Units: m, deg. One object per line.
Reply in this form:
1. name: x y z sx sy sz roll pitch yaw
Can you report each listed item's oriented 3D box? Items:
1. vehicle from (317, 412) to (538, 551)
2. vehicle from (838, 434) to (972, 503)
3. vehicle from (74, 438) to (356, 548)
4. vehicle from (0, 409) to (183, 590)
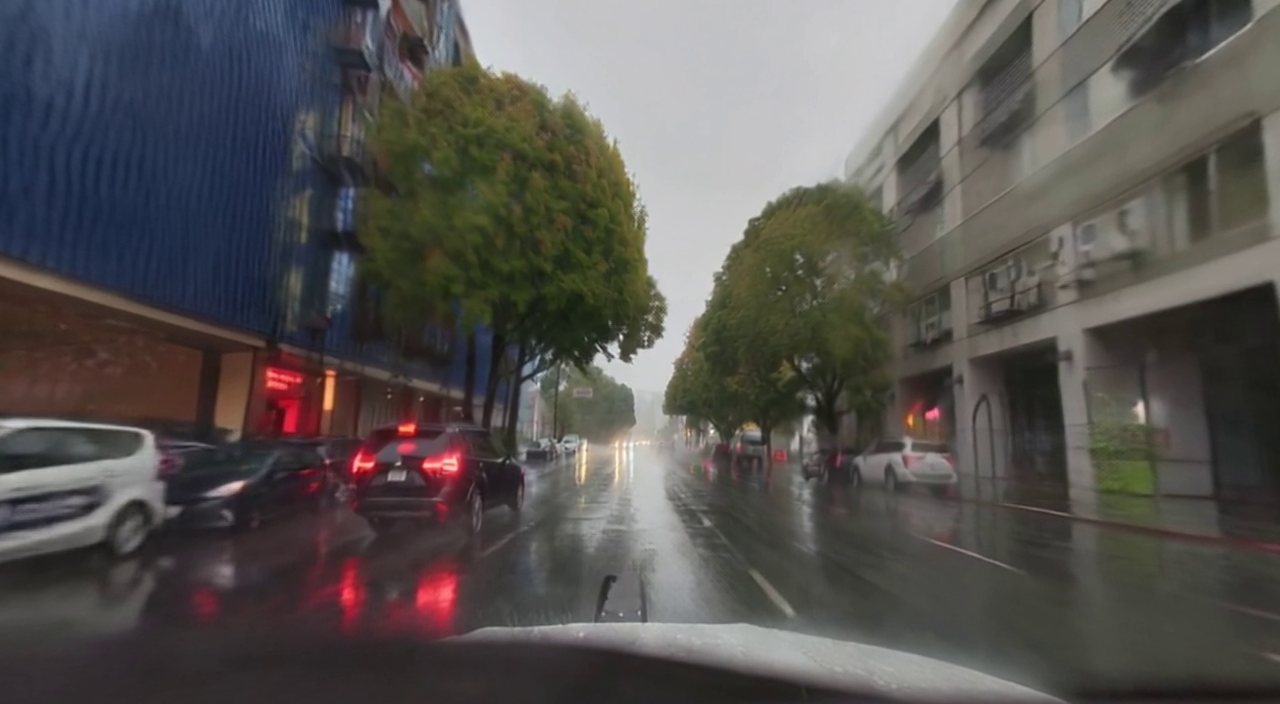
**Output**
1. vehicle: -3.082 1.968 10.340 2.002 1.756 4.366 0 -8 1
2. vehicle: 9.176 4.036 22.607 2.249 2.117 5.743 0 -8 0
3. vehicle: -6.911 2.276 11.026 1.832 1.488 4.405 0 -8 0
4. vehicle: -7.067 1.441 6.234 1.880 1.713 4.172 0 -9 1
